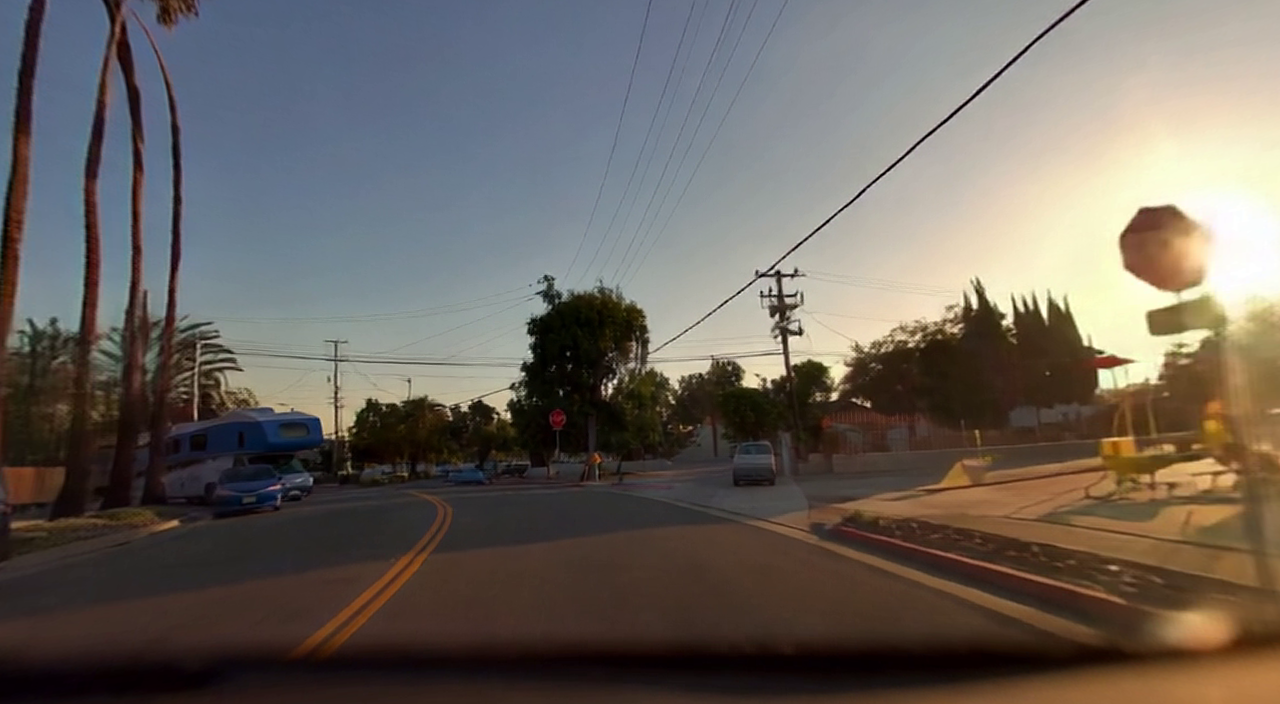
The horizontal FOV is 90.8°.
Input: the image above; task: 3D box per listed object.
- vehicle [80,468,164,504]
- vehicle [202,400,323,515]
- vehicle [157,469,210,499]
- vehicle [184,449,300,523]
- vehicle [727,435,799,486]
[{"bbox_3d":[-35.444,9.092,43.200,5.757,2.044,2.213,-4,-8,27],"label":"vehicle"},{"bbox_3d":[-16.041,4.147,26.267,3.216,3.720,11.364,4,-9,-35],"label":"vehicle"},{"bbox_3d":[-28.352,8.136,39.169,2.025,1.504,4.164,6,-10,-43],"label":"vehicle"},{"bbox_3d":[-11.044,3.640,17.908,2.103,1.599,4.865,3,-8,-25],"label":"vehicle"},{"bbox_3d":[5.240,4.650,27.754,2.508,1.887,5.930,-1,-7,6],"label":"vehicle"}]
